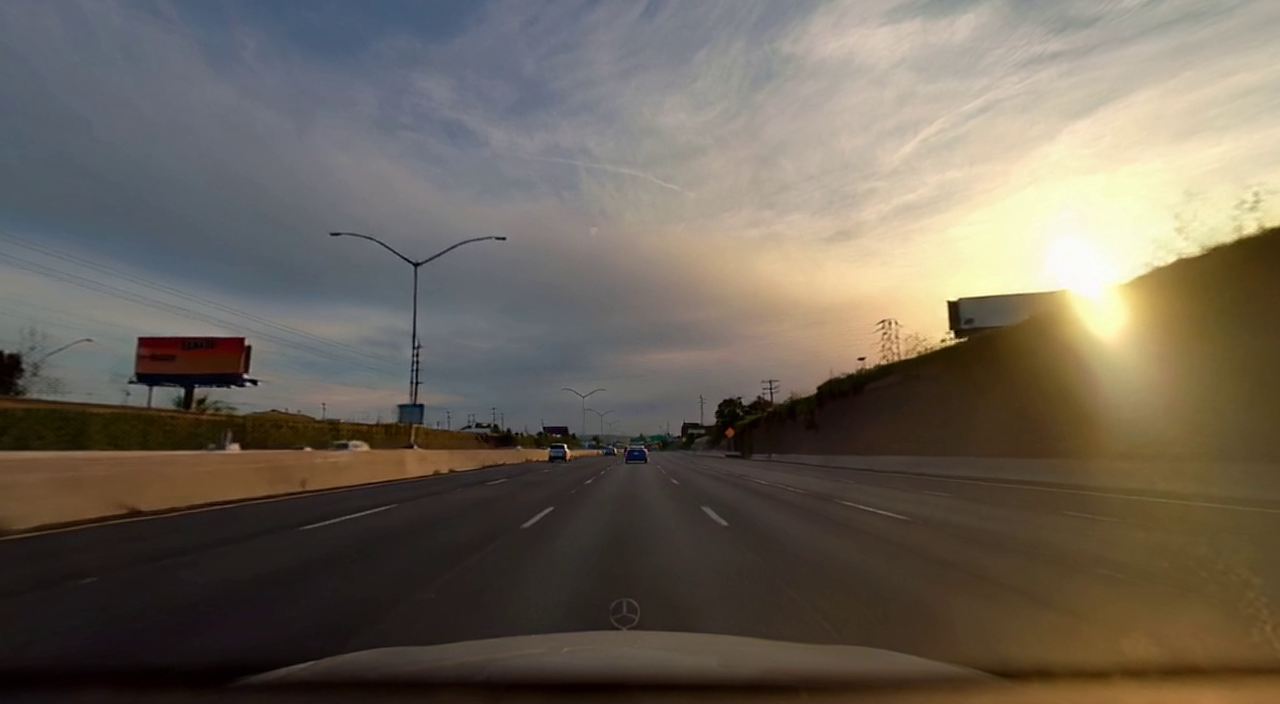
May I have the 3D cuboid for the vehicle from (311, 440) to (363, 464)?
[{"bbox_3d":[-20.484,6.769,42.847,1.679,1.560,3.637,0,-9,0],"label":"vehicle"}]

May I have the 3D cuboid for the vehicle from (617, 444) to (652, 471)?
[{"bbox_3d":[-0.361,6.598,39.597,2.074,1.574,3.971,0,-9,-1],"label":"vehicle"}]
